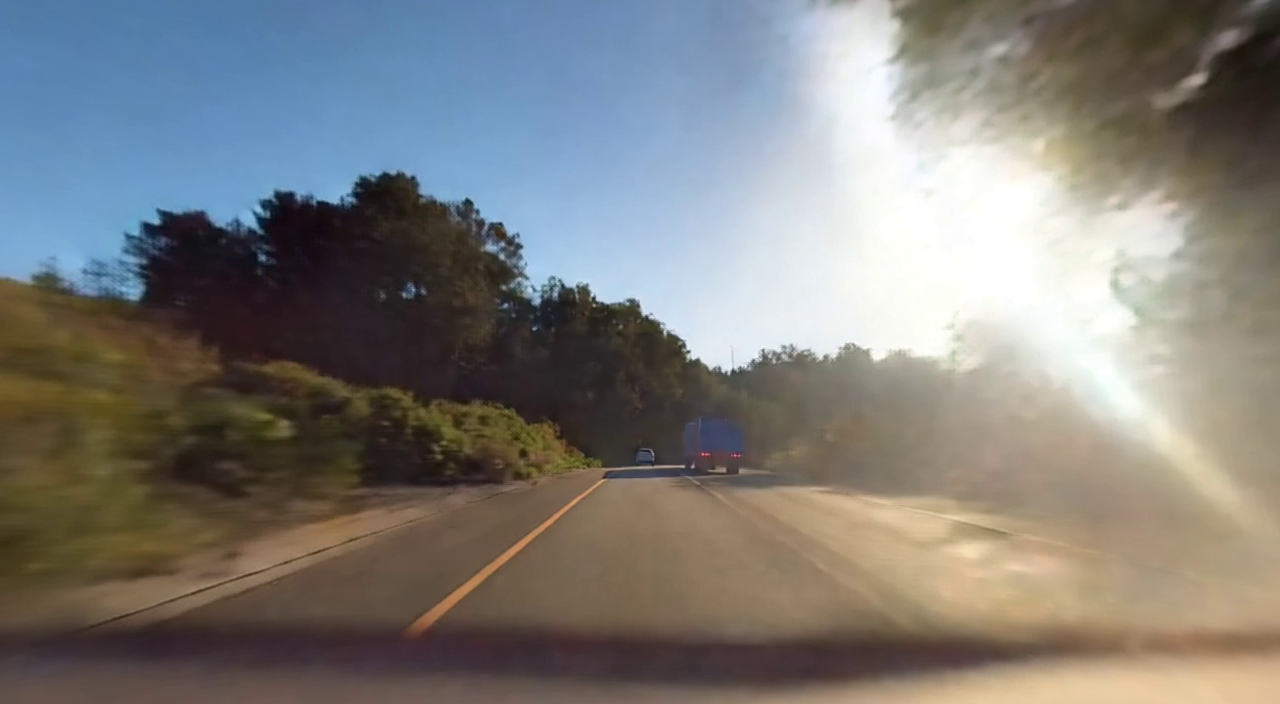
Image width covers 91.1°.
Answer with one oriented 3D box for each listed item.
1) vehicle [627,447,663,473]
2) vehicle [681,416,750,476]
[{"bbox_3d":[0.327,6.930,40.486,2.170,1.544,4.373,0,-8,1],"label":"vehicle"},{"bbox_3d":[4.352,5.678,38.071,3.015,3.211,7.982,0,-8,-1],"label":"vehicle"}]
